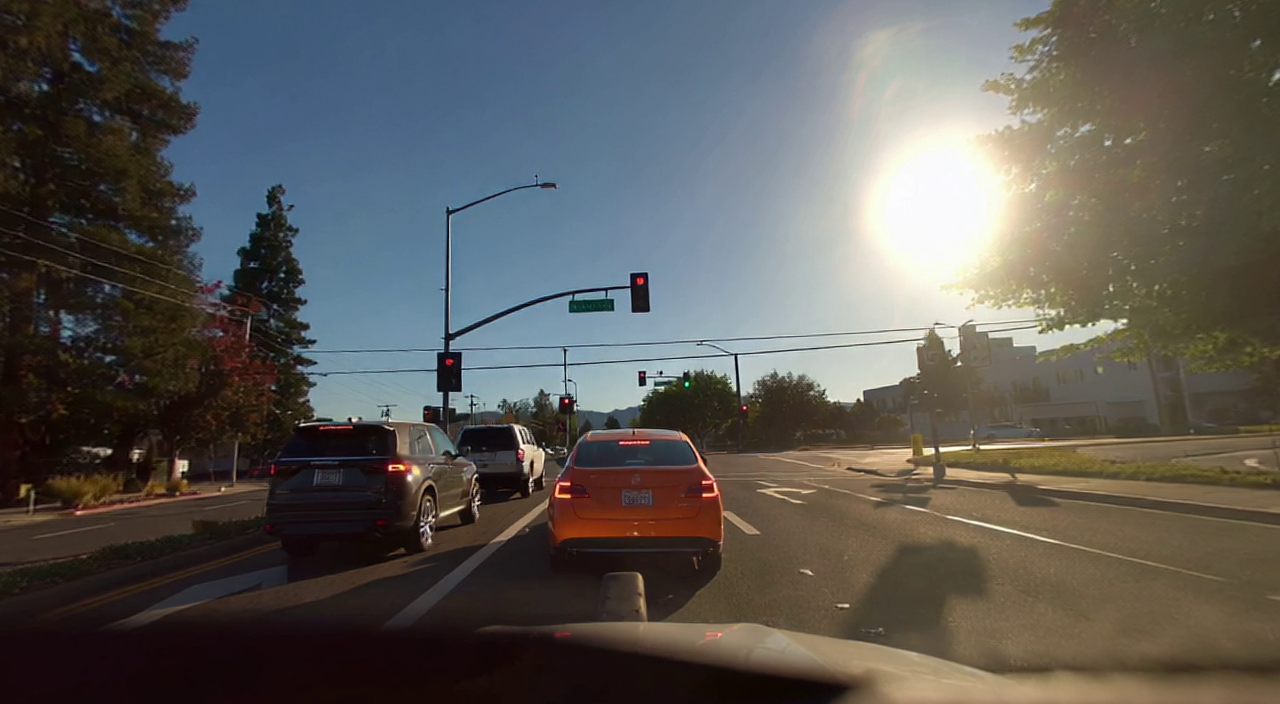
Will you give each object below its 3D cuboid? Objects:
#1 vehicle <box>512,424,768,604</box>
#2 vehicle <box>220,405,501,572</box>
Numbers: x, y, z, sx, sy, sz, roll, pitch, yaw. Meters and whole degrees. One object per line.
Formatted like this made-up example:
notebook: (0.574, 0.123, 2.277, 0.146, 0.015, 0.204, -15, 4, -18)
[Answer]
vehicle: (-0.053, 1.644, 7.311, 2.126, 1.475, 3.967, 0, -8, -2)
vehicle: (-3.425, 1.754, 8.855, 2.046, 1.751, 4.208, 0, -8, -1)
